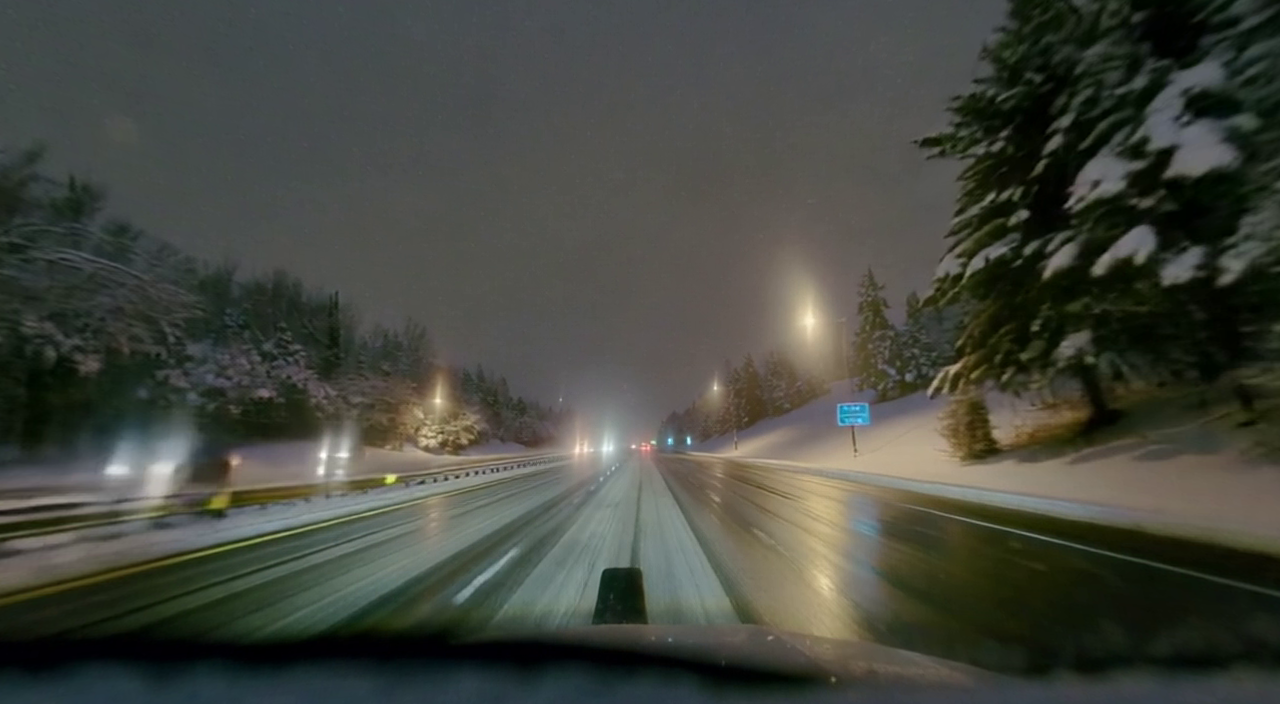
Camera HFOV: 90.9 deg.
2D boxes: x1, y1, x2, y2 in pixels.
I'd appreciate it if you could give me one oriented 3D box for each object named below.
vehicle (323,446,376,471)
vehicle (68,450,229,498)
[{"bbox_3d":[-21.141,7.742,46.047,1.934,1.750,3.974,0,-8,0],"label":"vehicle"},{"bbox_3d":[-16.880,4.187,22.036,1.911,1.446,4.547,0,-8,1],"label":"vehicle"}]
